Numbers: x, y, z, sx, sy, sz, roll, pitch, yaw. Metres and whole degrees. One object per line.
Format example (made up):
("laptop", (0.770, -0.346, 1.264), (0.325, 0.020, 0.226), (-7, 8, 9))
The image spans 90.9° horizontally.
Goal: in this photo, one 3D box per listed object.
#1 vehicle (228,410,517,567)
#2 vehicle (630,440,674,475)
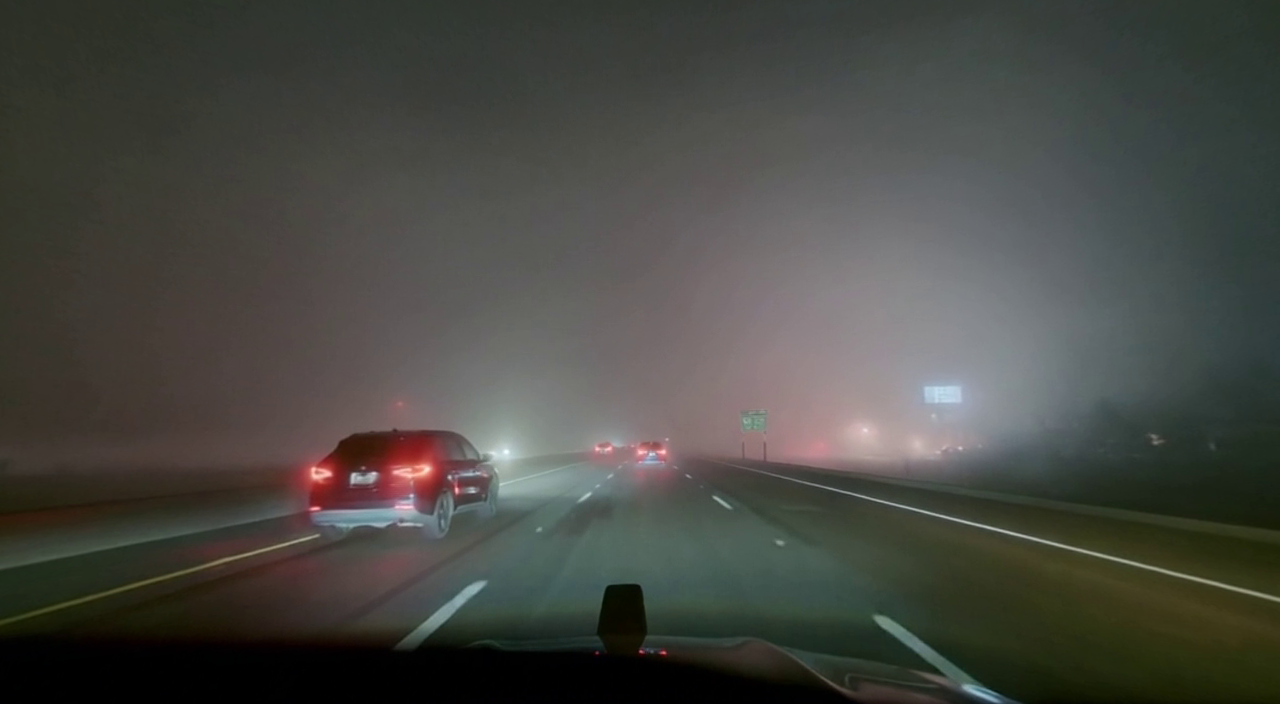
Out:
("vehicle", (-3.511, 1.899, 9.561), (2.239, 1.761, 4.620), (0, -8, 1))
("vehicle", (0.545, 5.068, 30.492), (2.000, 1.558, 3.945), (0, -8, 0))
